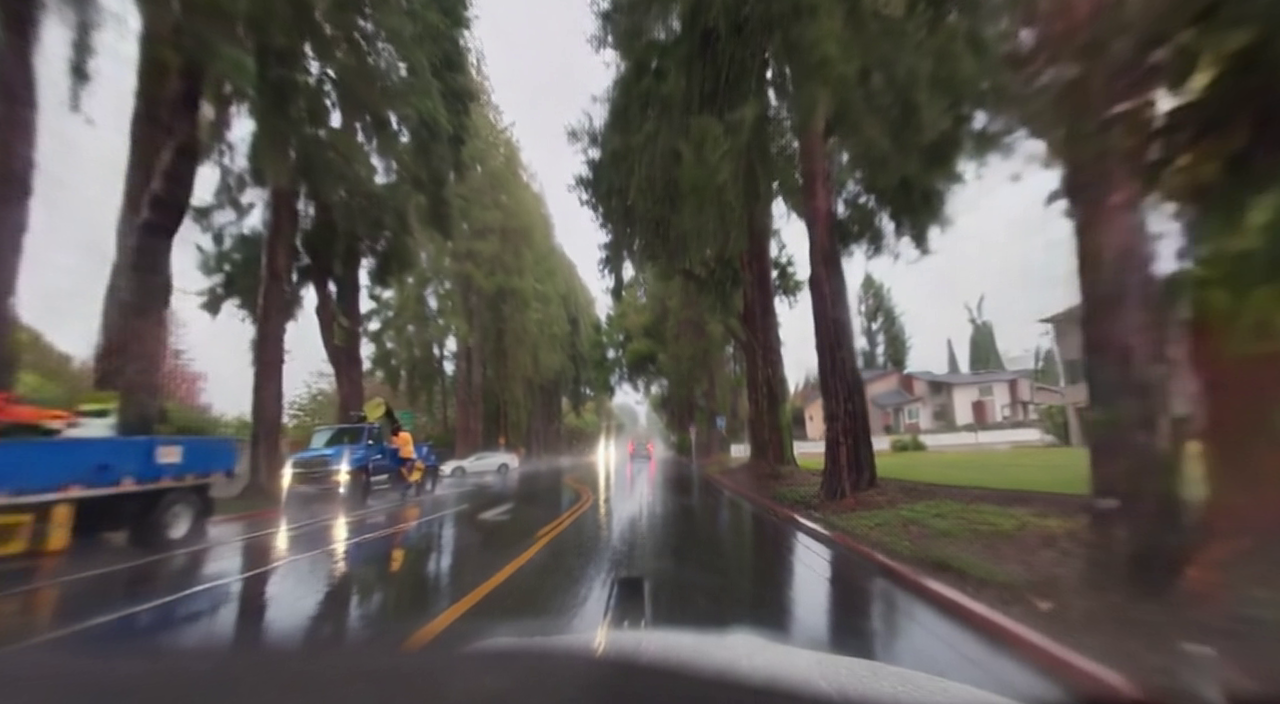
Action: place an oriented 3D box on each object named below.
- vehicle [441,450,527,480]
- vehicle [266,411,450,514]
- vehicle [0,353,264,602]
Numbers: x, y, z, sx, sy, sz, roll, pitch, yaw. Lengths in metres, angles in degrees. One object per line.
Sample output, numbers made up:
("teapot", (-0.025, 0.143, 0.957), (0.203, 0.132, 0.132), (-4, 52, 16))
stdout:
("vehicle", (-9.176, 6.682, 37.453), (4.594, 1.696, 1.971), (0, -8, -1))
("vehicle", (-9.216, 3.719, 21.780), (2.816, 2.723, 7.506), (-5, -9, 1))
("vehicle", (-9.476, 1.632, 8.332), (2.970, 3.068, 9.784), (0, -8, 0))
